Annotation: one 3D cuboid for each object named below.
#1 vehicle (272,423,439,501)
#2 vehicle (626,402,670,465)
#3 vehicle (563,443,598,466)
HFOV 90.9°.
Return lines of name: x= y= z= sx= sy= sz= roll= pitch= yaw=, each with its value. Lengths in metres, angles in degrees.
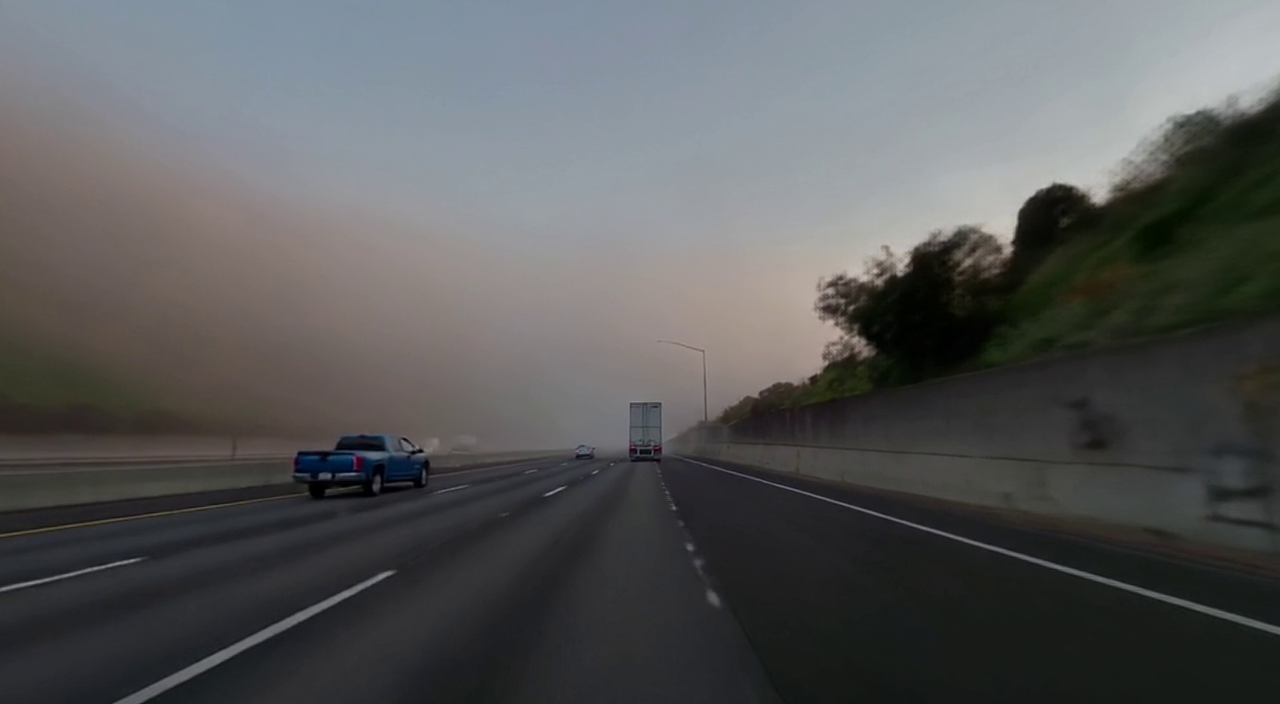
vehicle: x=-7.695 y=3.039 z=17.855 sx=2.113 sy=1.837 sz=5.339 roll=0 pitch=-8 yaw=1
vehicle: x=0.623 y=6.582 z=49.841 sx=2.951 sy=4.229 sz=15.519 roll=0 pitch=-8 yaw=1
vehicle: x=-4.230 y=7.374 z=45.554 sx=1.983 sy=1.508 sz=4.060 roll=0 pitch=-8 yaw=2
